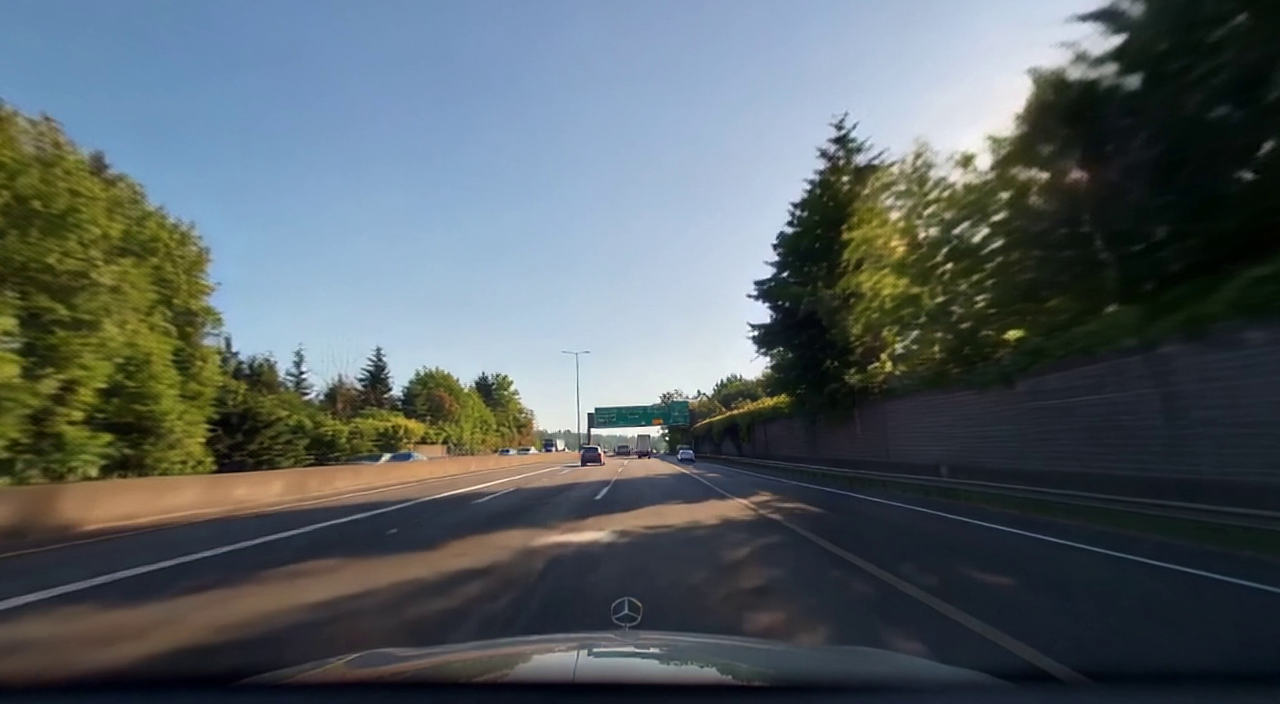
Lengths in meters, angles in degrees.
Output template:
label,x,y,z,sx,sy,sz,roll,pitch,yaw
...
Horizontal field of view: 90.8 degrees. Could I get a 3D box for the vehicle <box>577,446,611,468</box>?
label,x,y,z,sx,sy,sz,roll,pitch,yaw
vehicle,-3.190,7.377,44.514,2.020,1.475,4.434,0,-9,0

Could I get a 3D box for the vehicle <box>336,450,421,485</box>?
label,x,y,z,sx,sy,sz,roll,pitch,yaw
vehicle,-11.857,5.256,28.967,1.942,1.450,4.455,0,-9,1
